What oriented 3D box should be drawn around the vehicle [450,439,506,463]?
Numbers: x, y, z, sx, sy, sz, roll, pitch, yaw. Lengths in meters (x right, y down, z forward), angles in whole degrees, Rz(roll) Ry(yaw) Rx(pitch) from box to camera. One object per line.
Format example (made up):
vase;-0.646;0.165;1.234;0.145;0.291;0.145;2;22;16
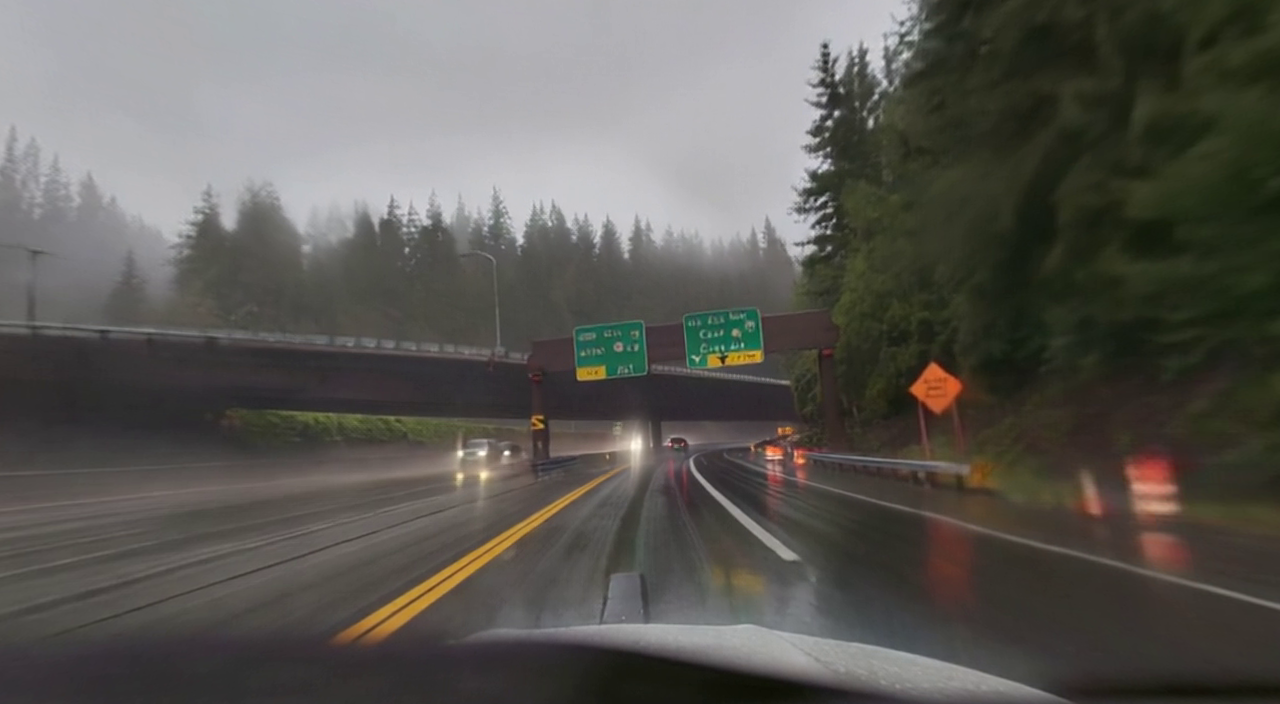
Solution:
vehicle;-12.288;7.511;48.205;2.324;1.720;5.521;-1;-8;6
